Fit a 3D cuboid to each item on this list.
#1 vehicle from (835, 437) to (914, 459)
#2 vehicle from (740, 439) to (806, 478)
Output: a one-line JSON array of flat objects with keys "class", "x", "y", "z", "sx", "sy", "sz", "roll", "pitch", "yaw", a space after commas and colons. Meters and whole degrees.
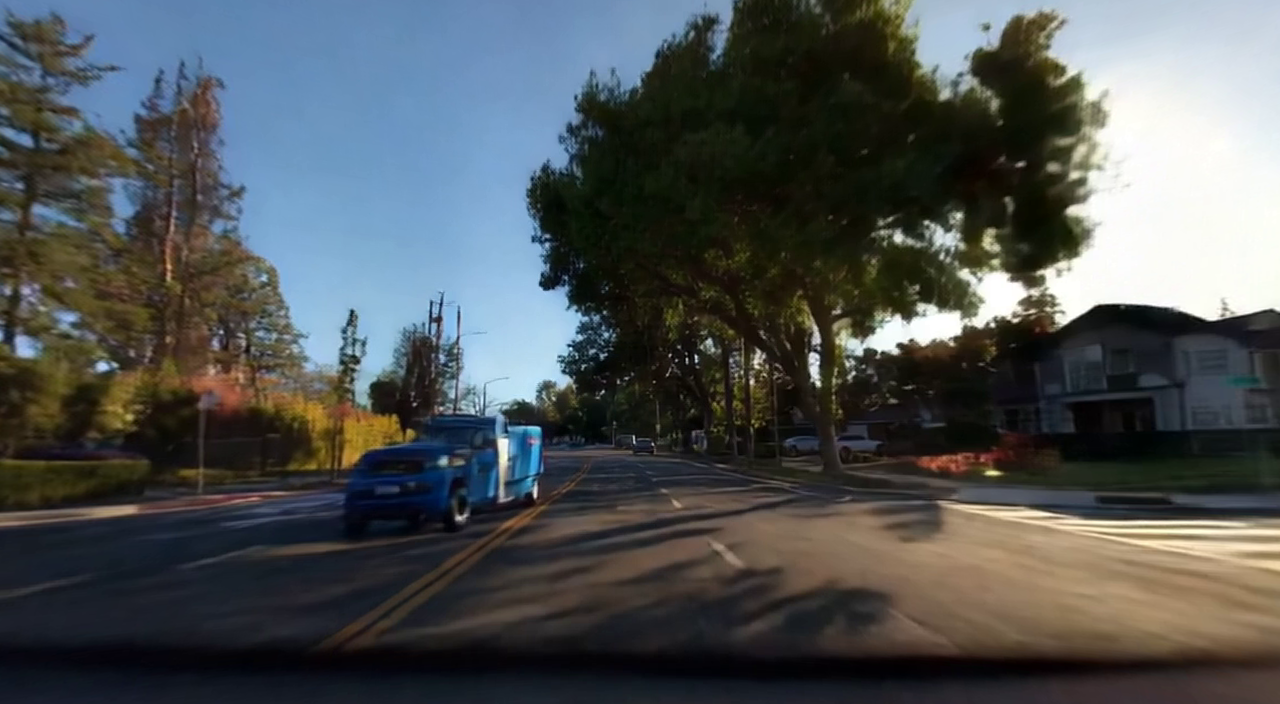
[{"class": "vehicle", "x": 16.022, "y": 6.588, "z": 43.346, "sx": 4.656, "sy": 1.466, "sz": 1.924, "roll": 0, "pitch": -8, "yaw": -1}, {"class": "vehicle", "x": 6.140, "y": 4.972, "z": 29.747, "sx": 2.024, "sy": 1.710, "sz": 4.525, "roll": 0, "pitch": -8, "yaw": -1}]
